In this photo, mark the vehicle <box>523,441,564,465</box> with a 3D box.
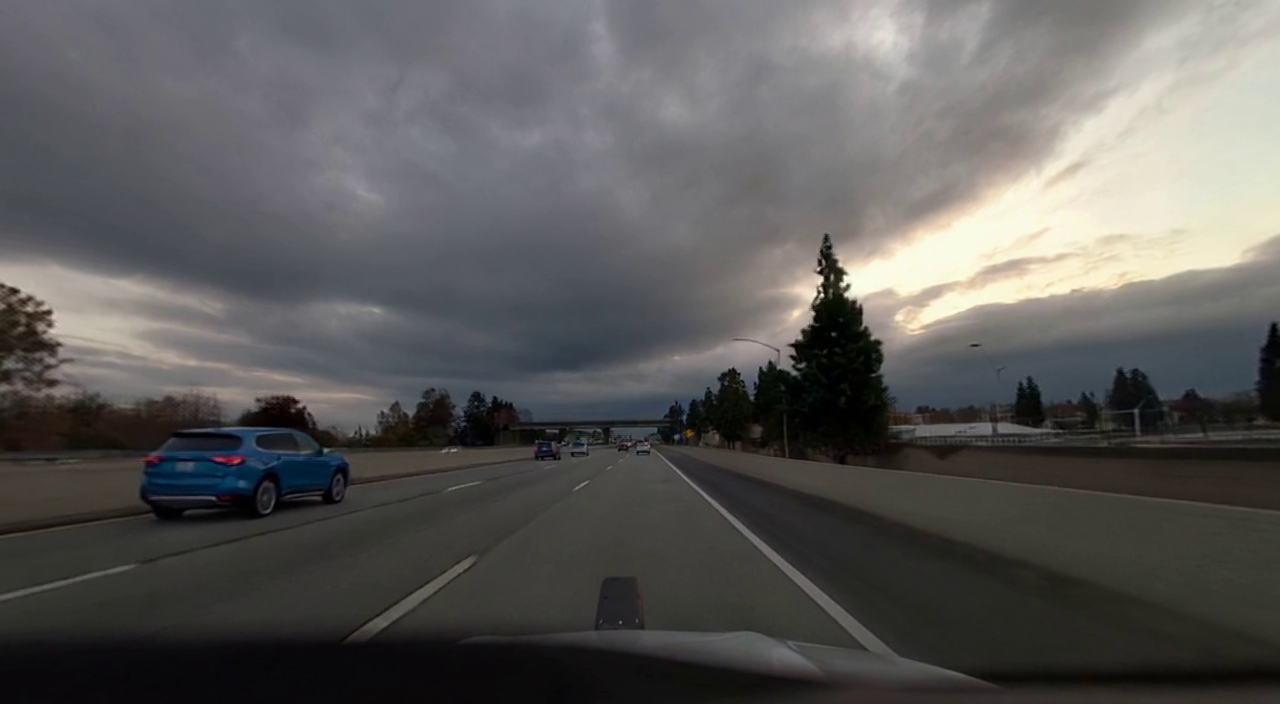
[{"bbox_3d":[-6.644,6.986,43.786,2.008,1.520,4.731,0,-9,2],"label":"vehicle"}]

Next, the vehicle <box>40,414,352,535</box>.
[{"bbox_3d":[-7.396,2.092,11.355,2.055,1.683,4.804,0,-9,1],"label":"vehicle"}]
